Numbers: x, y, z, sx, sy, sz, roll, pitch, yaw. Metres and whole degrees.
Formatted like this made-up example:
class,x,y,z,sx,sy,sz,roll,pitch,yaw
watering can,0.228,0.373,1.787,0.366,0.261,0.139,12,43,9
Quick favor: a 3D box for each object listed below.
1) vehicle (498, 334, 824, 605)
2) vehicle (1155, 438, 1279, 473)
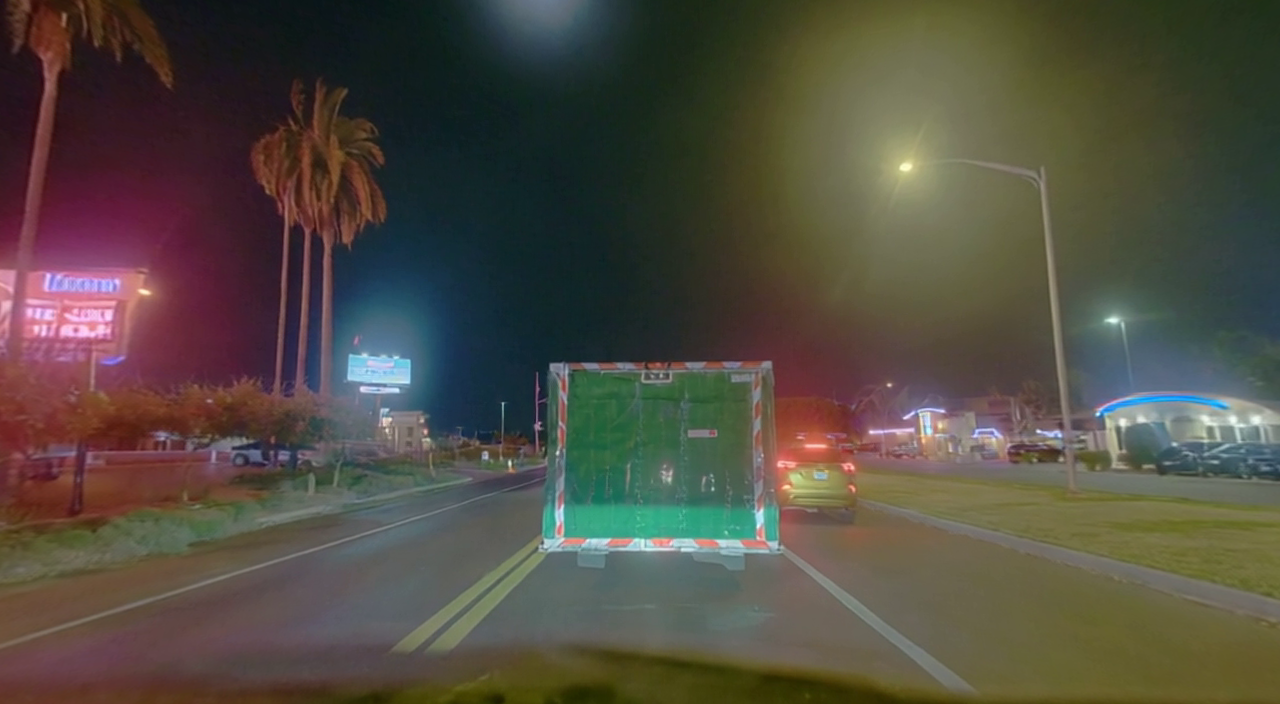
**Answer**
class,x,y,z,sx,sy,sz,roll,pitch,yaw
vehicle,0.177,1.466,8.654,2.728,2.305,6.506,0,-9,0
vehicle,28.574,5.094,31.129,4.193,1.633,1.928,-4,-9,26
